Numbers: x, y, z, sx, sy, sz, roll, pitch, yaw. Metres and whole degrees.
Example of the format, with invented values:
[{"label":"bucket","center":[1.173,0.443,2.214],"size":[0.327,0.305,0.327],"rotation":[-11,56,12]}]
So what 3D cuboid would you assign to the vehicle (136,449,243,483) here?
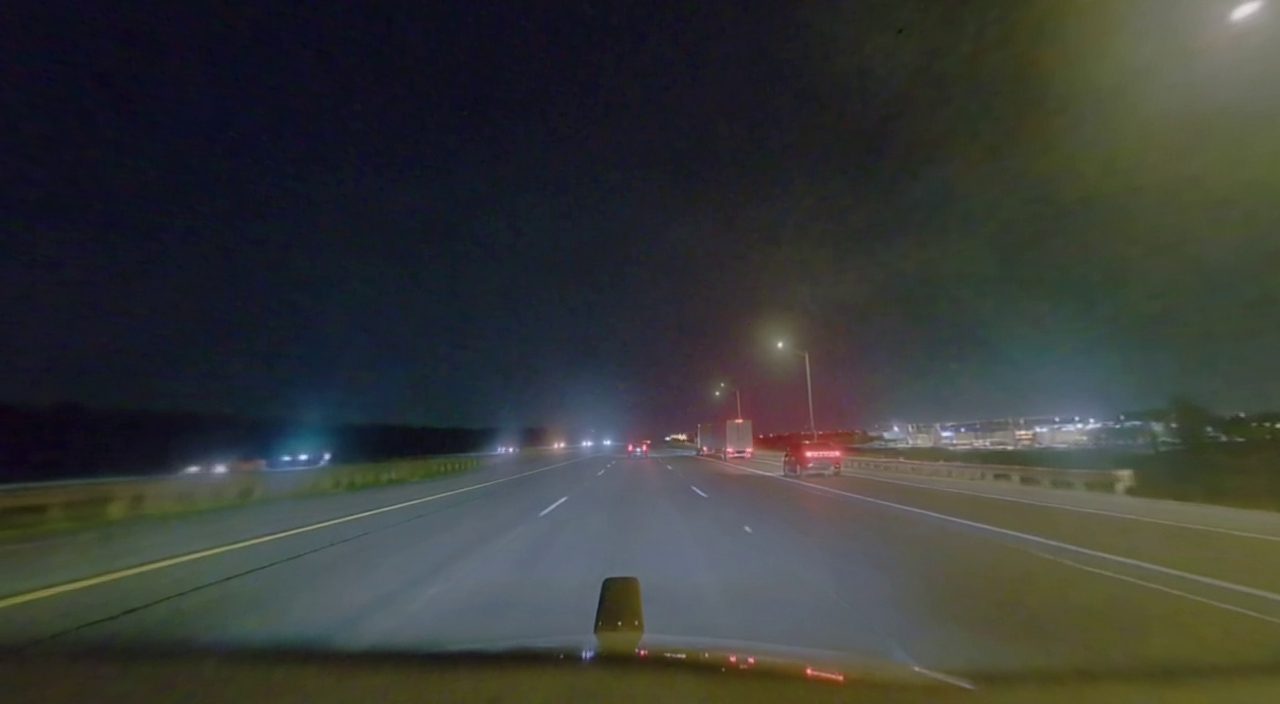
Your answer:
[{"label":"vehicle","center":[-21.972,5.537,31.062],"size":[1.878,1.474,4.540],"rotation":[0,-8,1]}]

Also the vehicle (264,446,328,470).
[{"label":"vehicle","center":[-25.809,7.952,47.565],"size":[2.026,1.734,4.730],"rotation":[0,-8,1]}]
